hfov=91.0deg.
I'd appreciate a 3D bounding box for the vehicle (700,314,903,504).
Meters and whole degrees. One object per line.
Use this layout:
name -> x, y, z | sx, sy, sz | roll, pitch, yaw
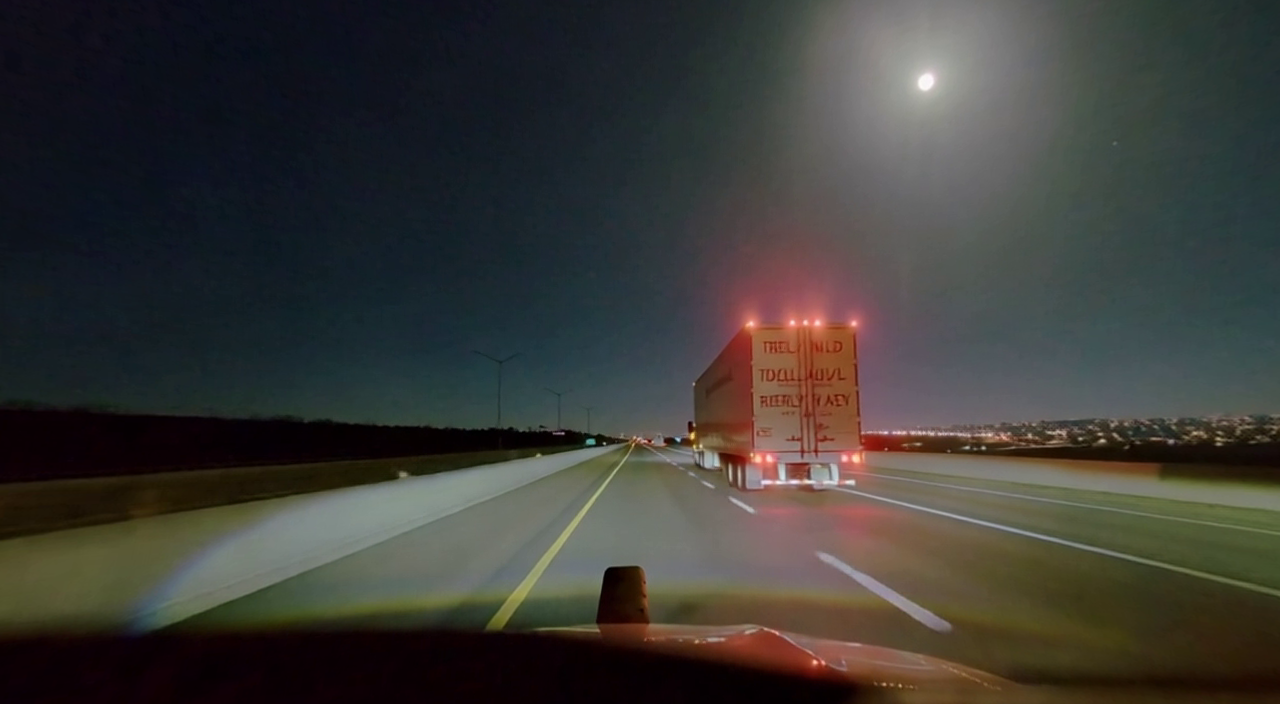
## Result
vehicle -> 4.098, 2.196, 20.564 | 3.006, 4.093, 14.142 | 0, -8, 0
